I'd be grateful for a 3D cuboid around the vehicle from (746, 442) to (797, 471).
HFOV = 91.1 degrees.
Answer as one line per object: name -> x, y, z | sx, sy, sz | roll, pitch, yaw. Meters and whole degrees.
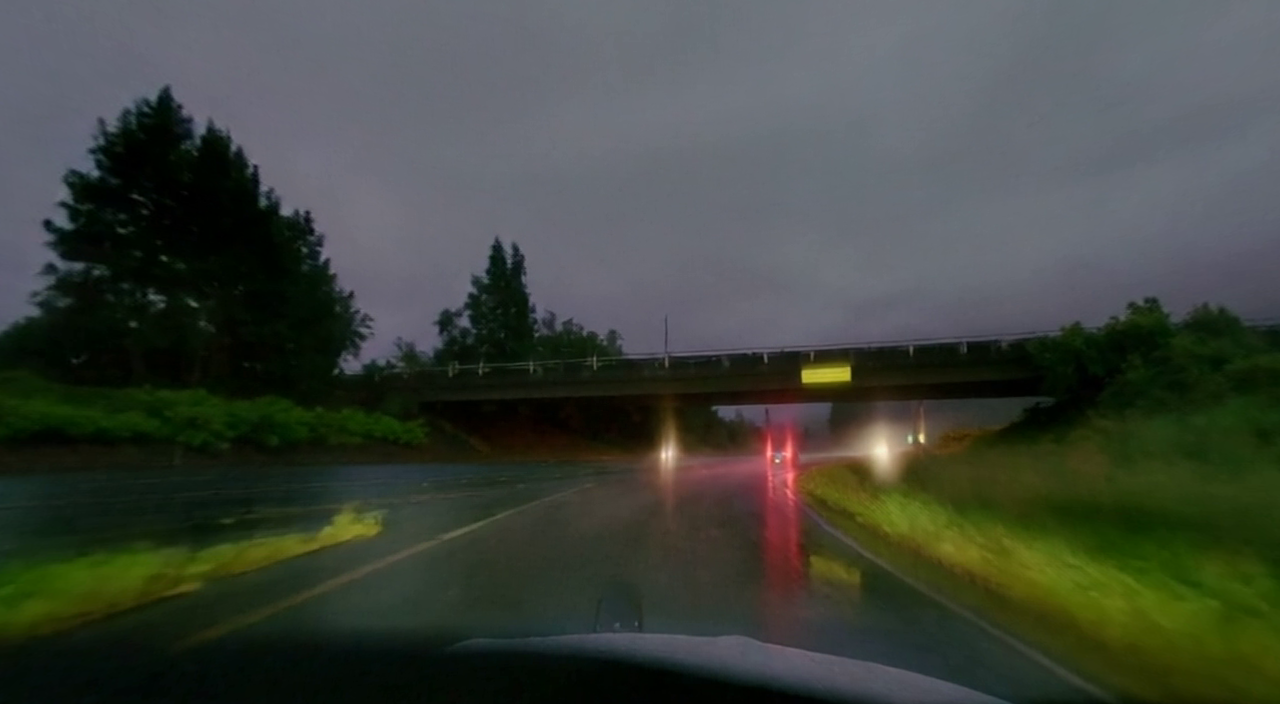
vehicle -> 6.971, 5.489, 33.115 | 1.980, 1.449, 3.650 | -4, -10, 21
